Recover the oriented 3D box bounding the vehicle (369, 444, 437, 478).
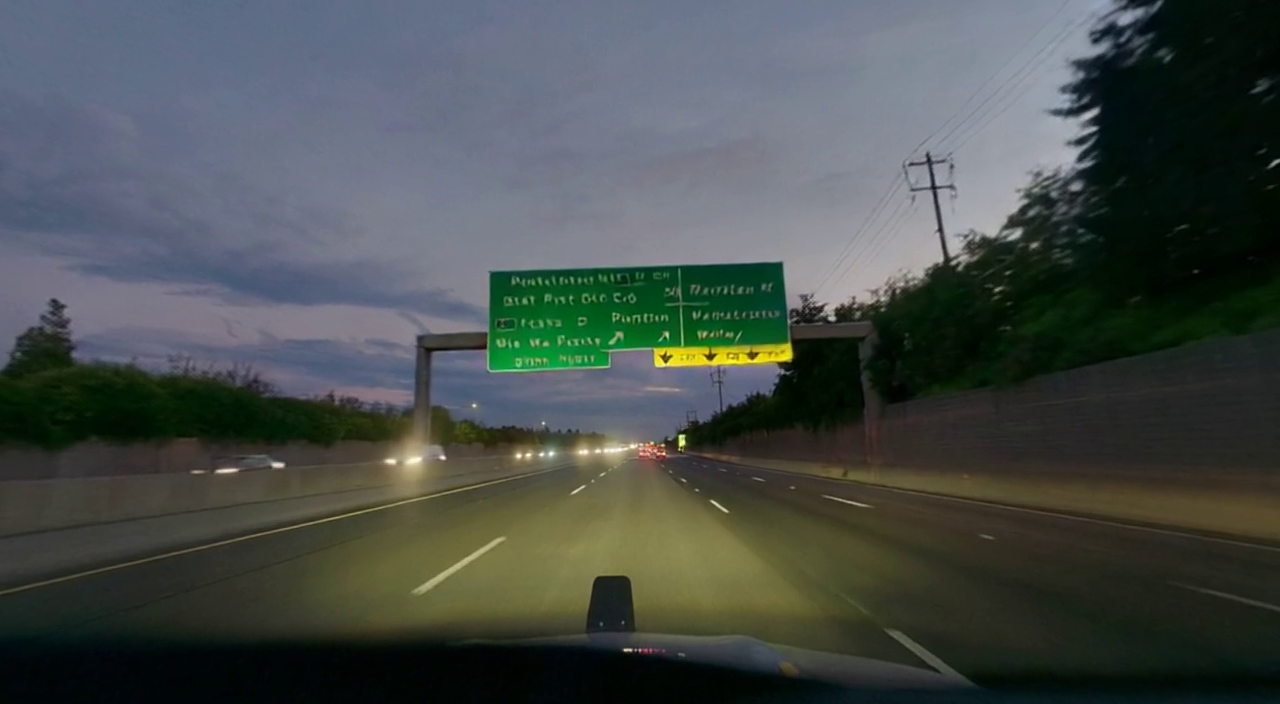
[{"bbox_3d":[-12.668,5.843,34.021,1.927,1.652,4.319,0,-9,1],"label":"vehicle"}]

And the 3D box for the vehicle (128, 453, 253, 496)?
[{"bbox_3d":[-16.945,4.607,24.051,1.843,1.462,3.906,0,-9,0],"label":"vehicle"}]
